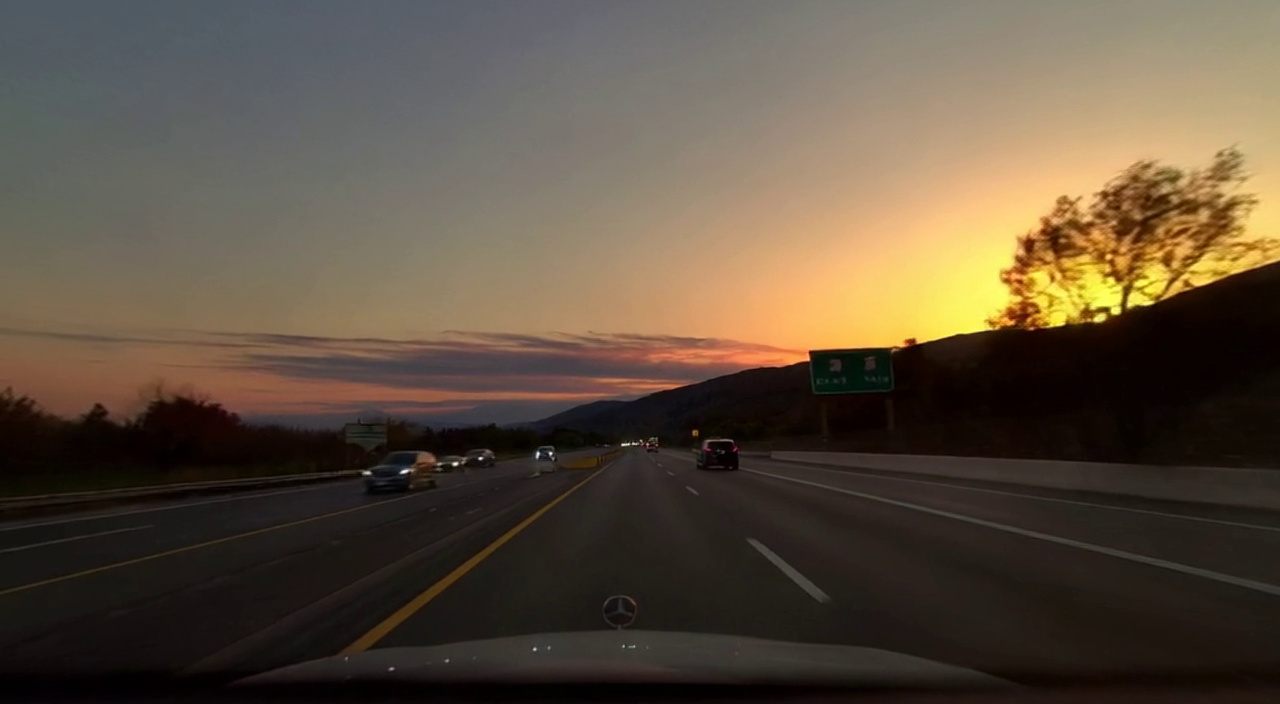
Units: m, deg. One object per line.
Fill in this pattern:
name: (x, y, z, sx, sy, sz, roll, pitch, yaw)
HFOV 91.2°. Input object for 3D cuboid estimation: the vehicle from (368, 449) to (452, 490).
vehicle: (-9.771, 5.016, 27.058, 1.967, 1.569, 4.519, 0, -9, -1)

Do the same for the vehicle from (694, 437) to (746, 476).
vehicle: (3.536, 4.675, 28.287, 1.972, 1.614, 4.025, -1, -9, 2)
